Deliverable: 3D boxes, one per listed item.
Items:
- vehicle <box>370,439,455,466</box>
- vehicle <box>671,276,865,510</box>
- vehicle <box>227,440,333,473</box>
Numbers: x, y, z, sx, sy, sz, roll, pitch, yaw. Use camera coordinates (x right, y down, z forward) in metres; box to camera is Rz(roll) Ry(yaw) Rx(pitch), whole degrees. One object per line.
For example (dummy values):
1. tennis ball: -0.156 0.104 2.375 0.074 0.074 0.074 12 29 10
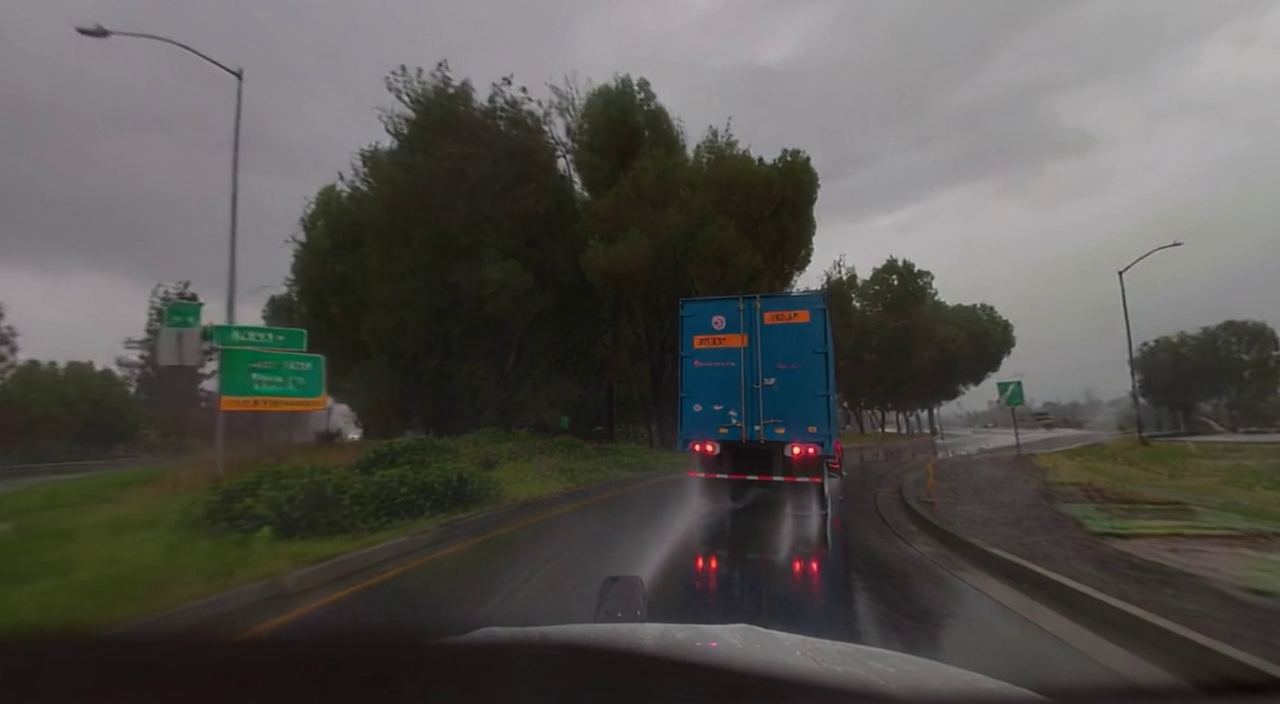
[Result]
1. vehicle: -13.078 5.763 36.250 4.350 1.410 1.726 3 -9 -28
2. vehicle: 3.543 1.256 14.649 2.937 3.647 9.344 -4 -8 20
3. vehicle: -18.702 5.396 32.769 4.578 1.573 1.806 5 -10 -35
